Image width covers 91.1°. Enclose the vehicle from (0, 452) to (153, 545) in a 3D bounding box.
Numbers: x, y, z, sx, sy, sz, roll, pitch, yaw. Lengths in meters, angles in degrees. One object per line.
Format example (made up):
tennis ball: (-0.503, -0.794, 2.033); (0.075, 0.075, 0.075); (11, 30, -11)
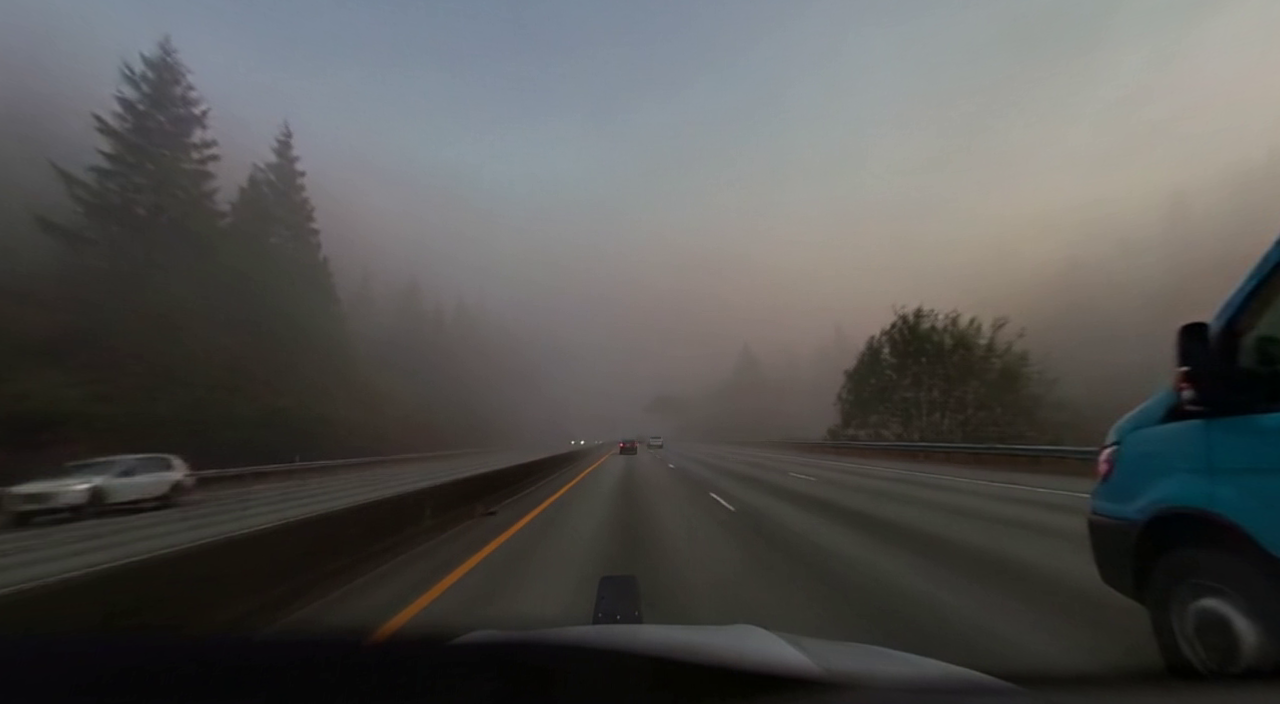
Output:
vehicle: (-13.307, 3.077, 13.613); (1.959, 1.680, 4.449); (0, -8, 0)
